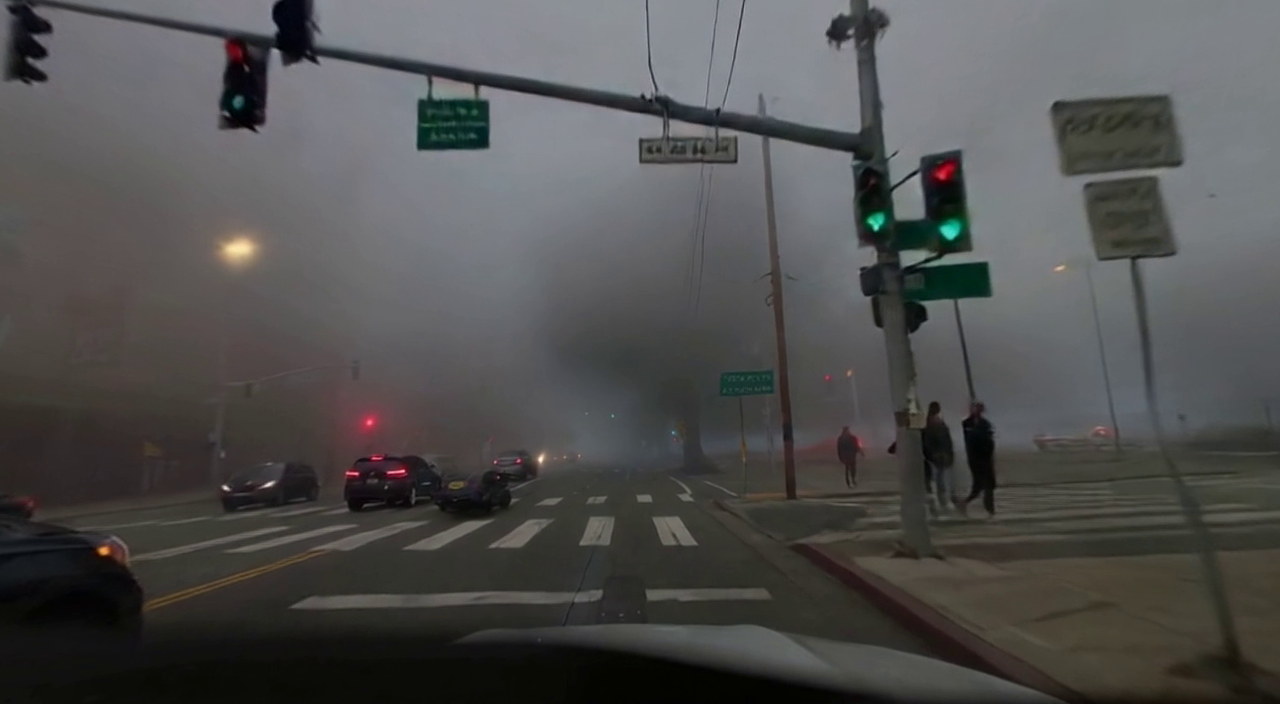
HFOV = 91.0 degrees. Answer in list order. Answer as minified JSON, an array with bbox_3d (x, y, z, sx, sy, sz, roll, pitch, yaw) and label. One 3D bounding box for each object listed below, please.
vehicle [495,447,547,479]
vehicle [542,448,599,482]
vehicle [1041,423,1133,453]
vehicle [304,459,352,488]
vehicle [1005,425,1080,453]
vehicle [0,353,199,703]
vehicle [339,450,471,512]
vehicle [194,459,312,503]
[{"bbox_3d":[-6.478,6.074,34.754,2.012,1.664,3.917,0,-9,1],"label":"vehicle"},{"bbox_3d":[-3.254,5.378,30.287,2.147,1.472,4.406,0,-9,1],"label":"vehicle"},{"bbox_3d":[27.656,5.391,39.148,2.083,1.668,4.638,-1,-10,-3],"label":"vehicle"},{"bbox_3d":[-18.964,7.327,38.154,1.964,1.569,4.256,6,-10,-34],"label":"vehicle"},{"bbox_3d":[24.730,5.402,38.833,1.690,1.559,3.521,5,-11,-18],"label":"vehicle"},{"bbox_3d":[-3.316,0.652,0.924,2.042,1.673,4.516,0,-9,0],"label":"vehicle"},{"bbox_3d":[-6.505,3.591,18.079,1.960,1.479,4.654,0,-9,0],"label":"vehicle"},{"bbox_3d":[-15.323,5.117,25.263,1.979,1.507,4.226,0,-9,1],"label":"vehicle"}]
